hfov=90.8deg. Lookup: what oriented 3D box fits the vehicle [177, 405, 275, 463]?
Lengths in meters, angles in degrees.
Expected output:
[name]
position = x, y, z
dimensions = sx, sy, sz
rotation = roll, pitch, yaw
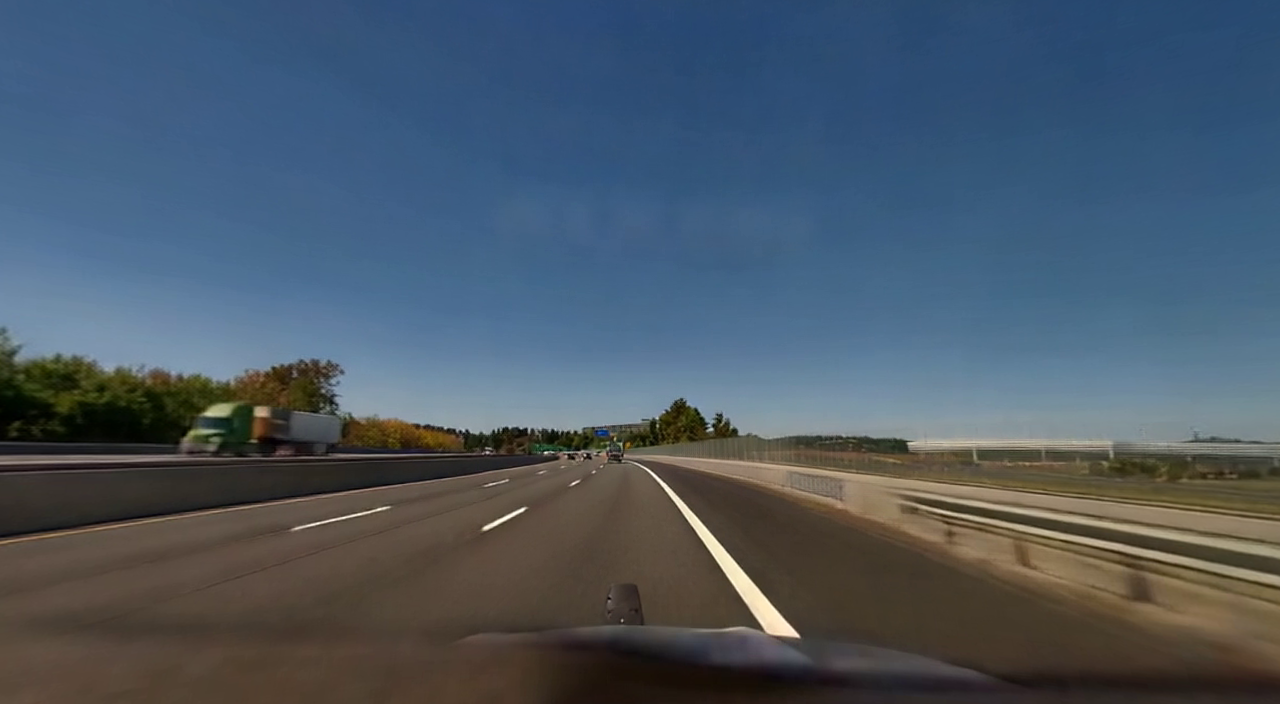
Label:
[vehicle]
position = -29.491, 5.972, 45.320
dimensions = 2.987, 3.855, 5.979
rotation = 0, -9, -2
